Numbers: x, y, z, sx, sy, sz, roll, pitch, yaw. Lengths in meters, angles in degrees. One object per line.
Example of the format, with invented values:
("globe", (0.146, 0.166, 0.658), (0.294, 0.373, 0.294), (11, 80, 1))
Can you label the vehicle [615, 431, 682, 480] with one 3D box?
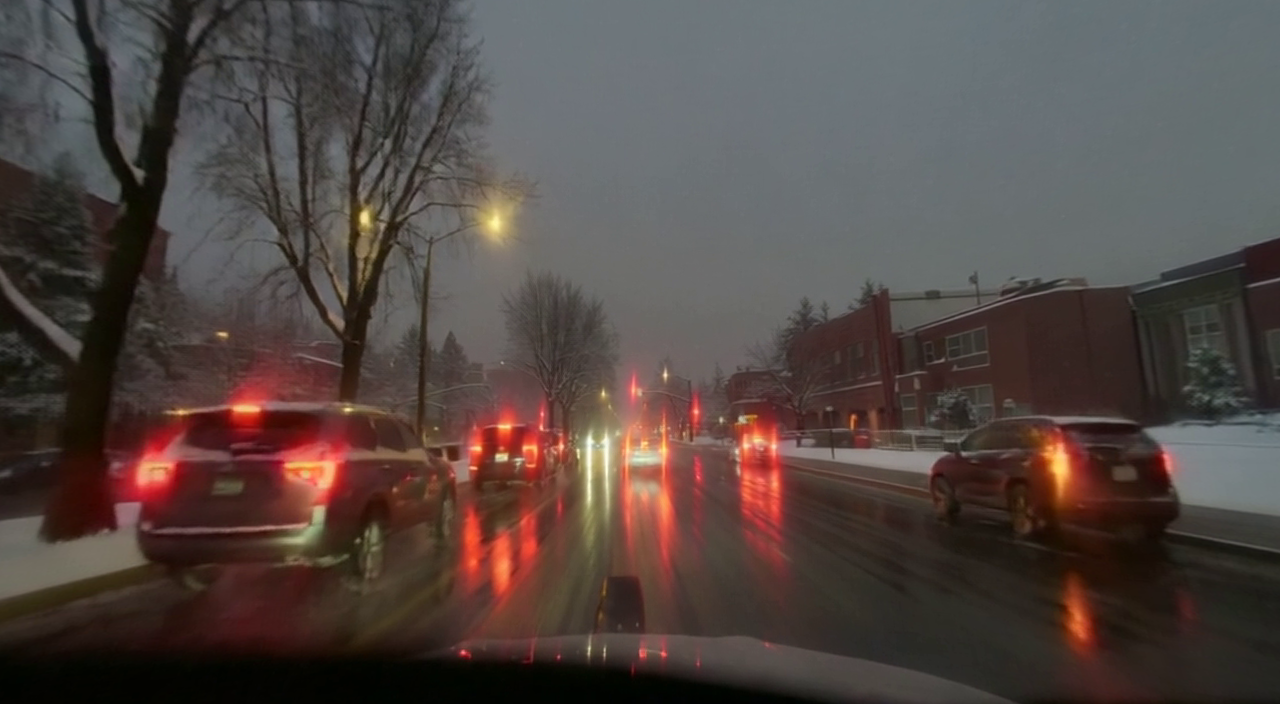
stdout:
("vehicle", (0.195, 3.698, 22.716), (2.201, 1.589, 3.843), (0, -8, -2))

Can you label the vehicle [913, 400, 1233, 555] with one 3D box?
("vehicle", (6.445, 1.914, 10.264), (1.997, 1.943, 4.409), (0, -8, 0))

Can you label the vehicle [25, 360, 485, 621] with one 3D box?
("vehicle", (-3.496, 1.389, 7.261), (2.223, 1.957, 4.845), (0, -8, 0))

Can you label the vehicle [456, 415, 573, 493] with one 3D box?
("vehicle", (-3.469, 2.956, 18.623), (2.487, 1.978, 4.628), (0, -8, 0))

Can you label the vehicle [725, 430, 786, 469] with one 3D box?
("vehicle", (6.071, 5.232, 33.944), (2.300, 1.903, 4.579), (0, -8, -1))
